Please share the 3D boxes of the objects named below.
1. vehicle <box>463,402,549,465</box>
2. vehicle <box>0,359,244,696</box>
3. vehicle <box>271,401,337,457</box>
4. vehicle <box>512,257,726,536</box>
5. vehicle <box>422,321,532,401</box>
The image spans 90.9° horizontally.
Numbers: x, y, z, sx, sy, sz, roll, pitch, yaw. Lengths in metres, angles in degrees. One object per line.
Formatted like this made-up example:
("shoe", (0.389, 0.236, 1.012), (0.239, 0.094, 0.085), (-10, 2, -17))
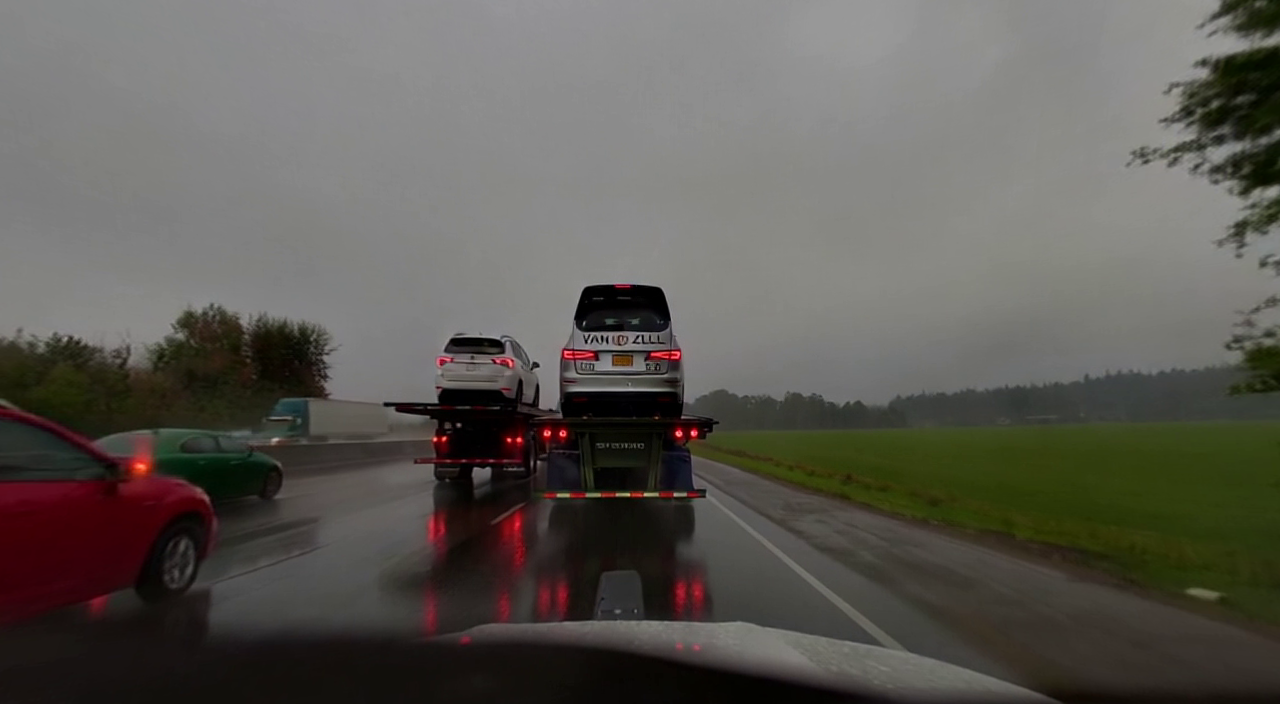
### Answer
("vehicle", (-4.631, 2.889, 22.468), (2.258, 1.970, 4.402), (-1, -7, -2))
("vehicle", (-4.150, 0.849, 2.908), (1.914, 1.675, 4.331), (0, -7, -2))
("vehicle", (-25.025, 5.756, 47.073), (3.057, 4.021, 3.104), (0, -7, -1))
("vehicle", (-0.450, 1.131, 12.836), (2.738, 3.628, 9.223), (0, -7, -2))
("vehicle", (-4.551, 0.395, 18.369), (2.118, 1.799, 4.591), (0, -7, -2))
